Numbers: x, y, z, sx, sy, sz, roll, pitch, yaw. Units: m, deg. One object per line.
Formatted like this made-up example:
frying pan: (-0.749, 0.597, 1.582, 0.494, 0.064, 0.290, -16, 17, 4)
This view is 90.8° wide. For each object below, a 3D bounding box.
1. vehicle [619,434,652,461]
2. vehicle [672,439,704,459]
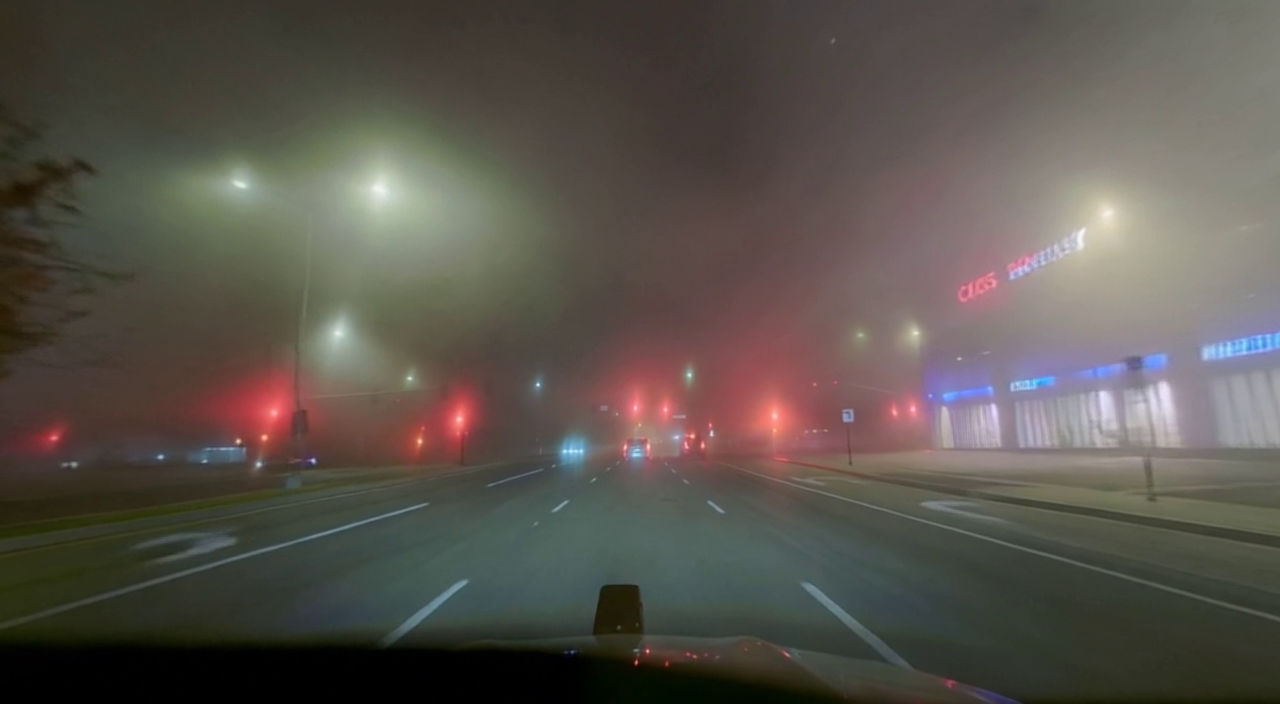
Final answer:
vehicle: (-0.296, 6.898, 45.731, 2.313, 1.860, 4.319, 0, -8, 0)
vehicle: (3.636, 7.472, 48.606, 2.080, 1.472, 4.401, 0, -8, 0)
